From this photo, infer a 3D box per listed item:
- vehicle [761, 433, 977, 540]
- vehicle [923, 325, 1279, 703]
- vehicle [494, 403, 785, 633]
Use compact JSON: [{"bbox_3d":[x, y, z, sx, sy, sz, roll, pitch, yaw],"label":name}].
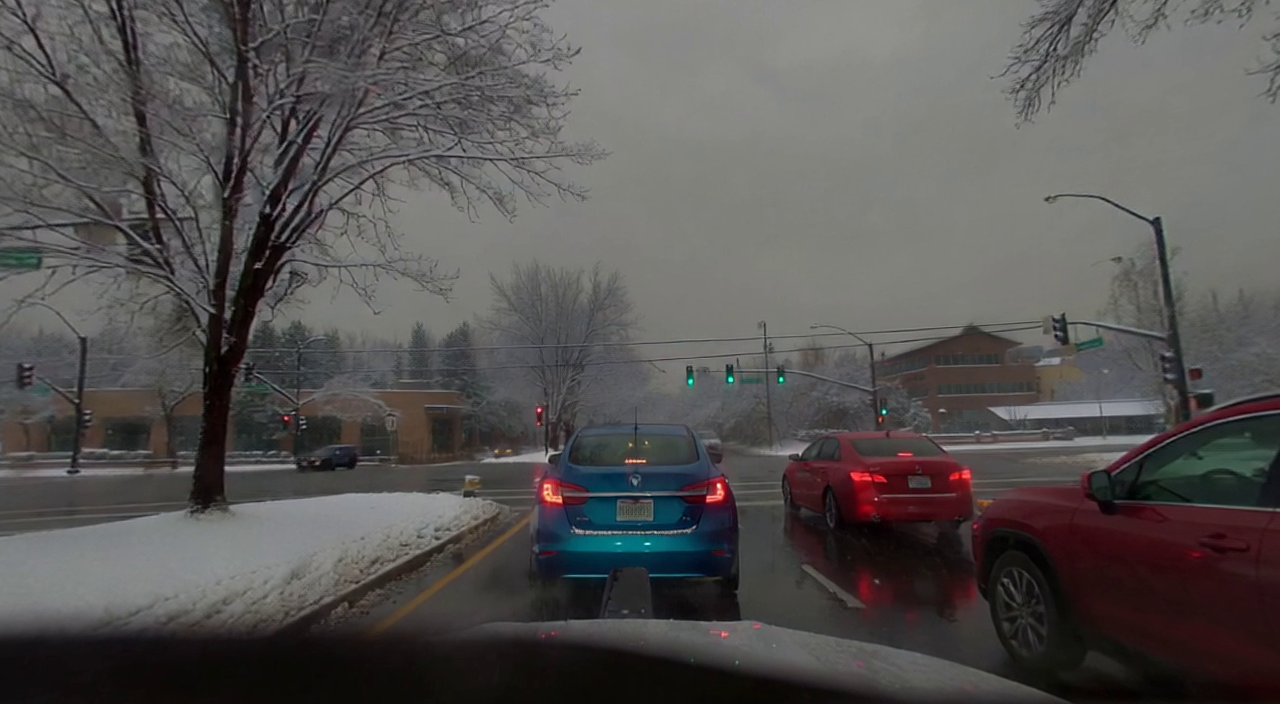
[{"bbox_3d":[3.692,2.259,11.300,2.054,1.482,4.654,0,-9,-1],"label":"vehicle"},{"bbox_3d":[3.723,0.934,3.428,2.162,1.829,4.519,0,-9,-1],"label":"vehicle"},{"bbox_3d":[-0.019,1.478,6.500,2.074,1.631,3.793,0,-9,-1],"label":"vehicle"}]
